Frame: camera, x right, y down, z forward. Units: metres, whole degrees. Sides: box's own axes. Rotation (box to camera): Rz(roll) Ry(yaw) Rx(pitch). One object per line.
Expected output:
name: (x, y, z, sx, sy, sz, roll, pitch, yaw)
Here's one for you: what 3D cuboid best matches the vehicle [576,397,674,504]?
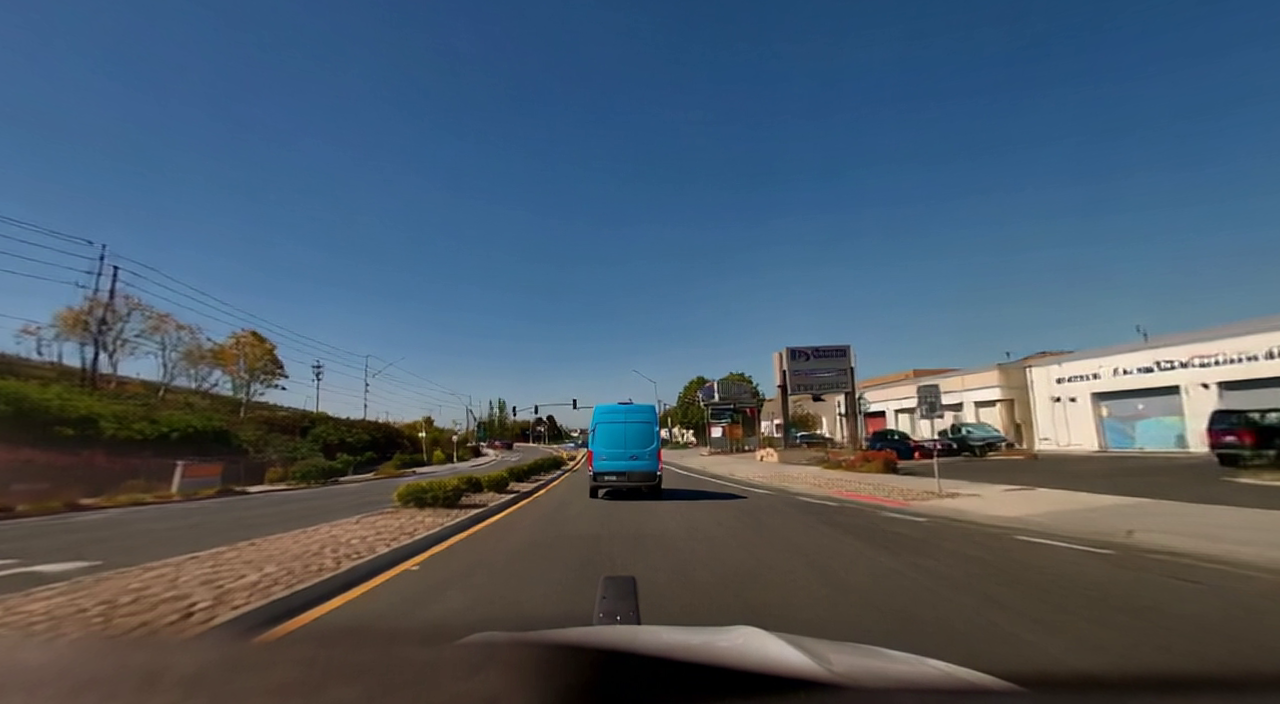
vehicle: (-0.597, 2.879, 18.467, 2.432, 2.624, 5.670, 0, -9, -4)
